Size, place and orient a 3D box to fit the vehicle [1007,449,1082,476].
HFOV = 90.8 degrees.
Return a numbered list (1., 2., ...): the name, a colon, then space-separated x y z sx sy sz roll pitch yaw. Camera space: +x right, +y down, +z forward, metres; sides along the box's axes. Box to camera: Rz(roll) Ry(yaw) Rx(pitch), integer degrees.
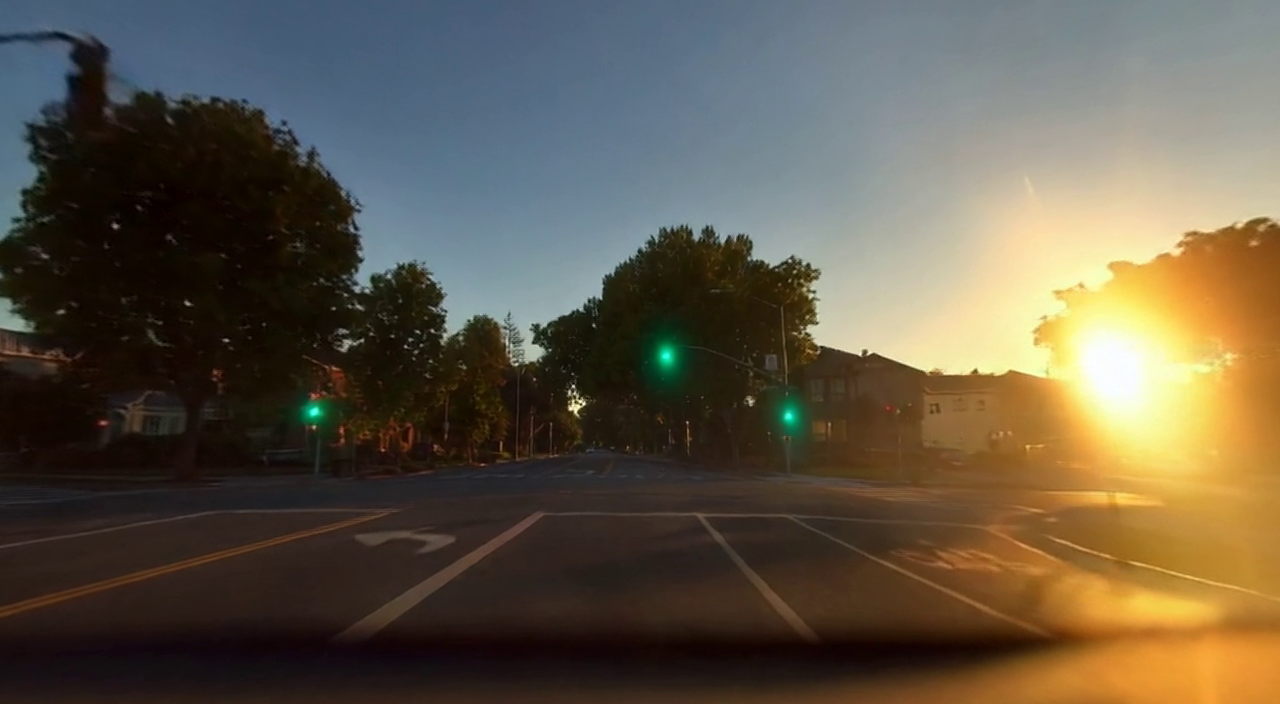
1. vehicle: 26.740 7.283 41.771 3.878 1.462 1.783 4 -7 -5
